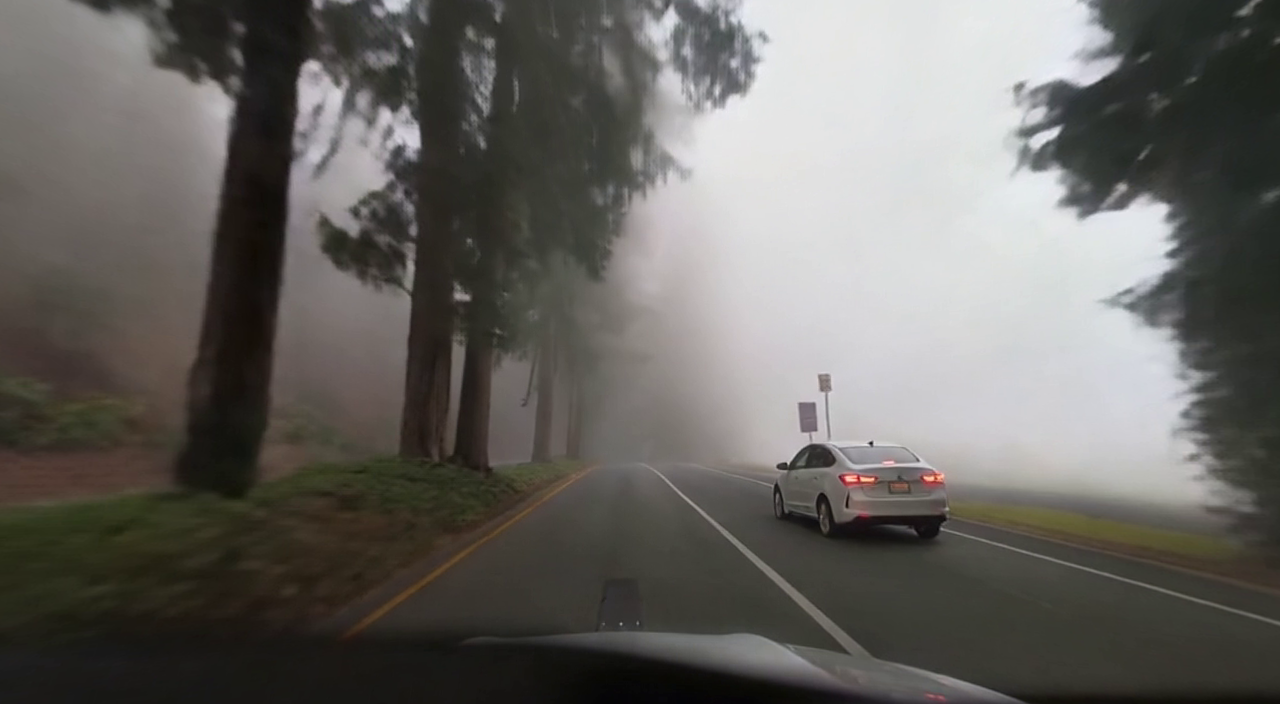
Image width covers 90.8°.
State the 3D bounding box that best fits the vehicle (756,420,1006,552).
[{"bbox_3d":[3.383,1.982,10.085,2.060,1.584,4.592,0,-9,-2],"label":"vehicle"}]
